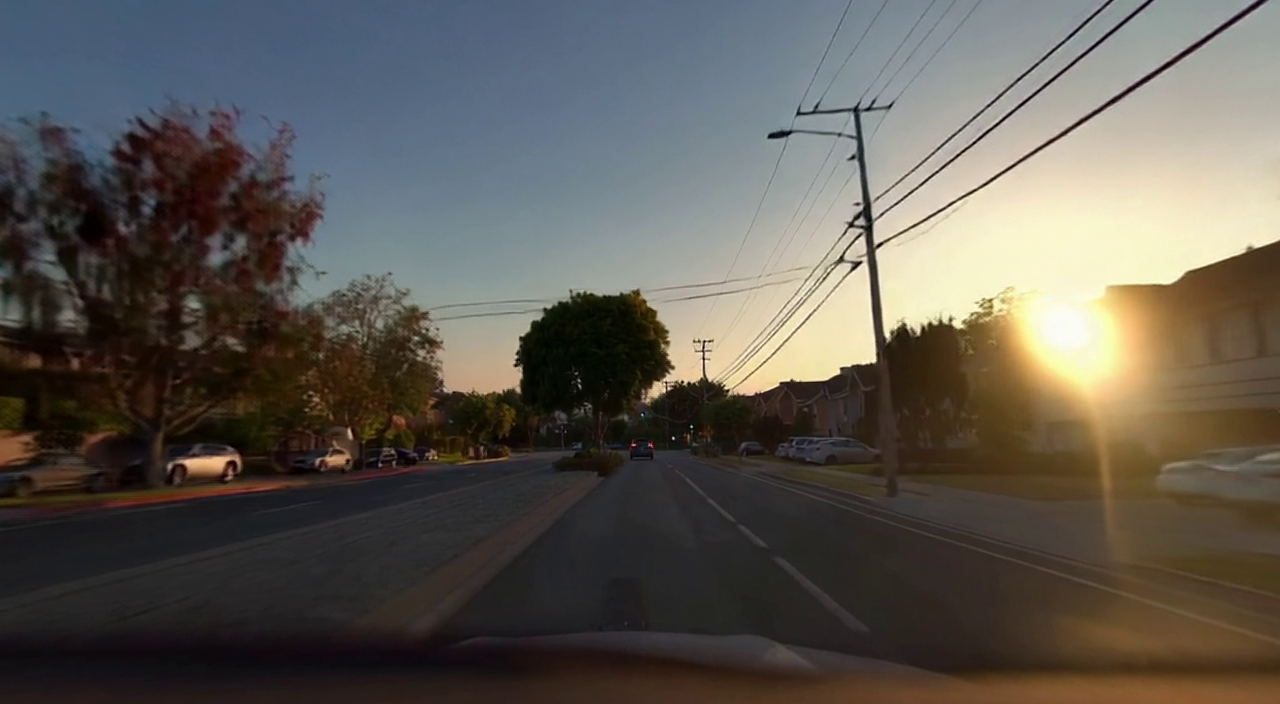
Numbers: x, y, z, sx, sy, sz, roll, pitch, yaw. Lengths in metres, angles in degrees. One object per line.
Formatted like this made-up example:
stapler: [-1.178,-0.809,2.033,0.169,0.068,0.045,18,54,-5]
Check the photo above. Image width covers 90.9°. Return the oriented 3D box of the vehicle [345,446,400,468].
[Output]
vehicle: [-19.956,7.827,47.256,2.050,1.501,4.588,0,-8,1]

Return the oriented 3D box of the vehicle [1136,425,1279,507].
vehicle: [14.440,2.591,14.471,4.514,1.745,1.815,0,-9,-1]

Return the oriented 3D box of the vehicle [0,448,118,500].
vehicle: [-20.406,4.083,21.540,1.764,1.570,3.910,0,-8,0]

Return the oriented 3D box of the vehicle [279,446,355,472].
vehicle: [-20.257,6.702,39.765,2.178,1.484,4.726,0,-8,2]

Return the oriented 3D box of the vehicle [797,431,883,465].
vehicle: [11.994,5.793,38.086,4.305,1.997,2.453,0,-8,0]

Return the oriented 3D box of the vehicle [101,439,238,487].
vehicle: [-20.465,4.827,27.775,2.047,1.898,5.032,0,-8,1]
